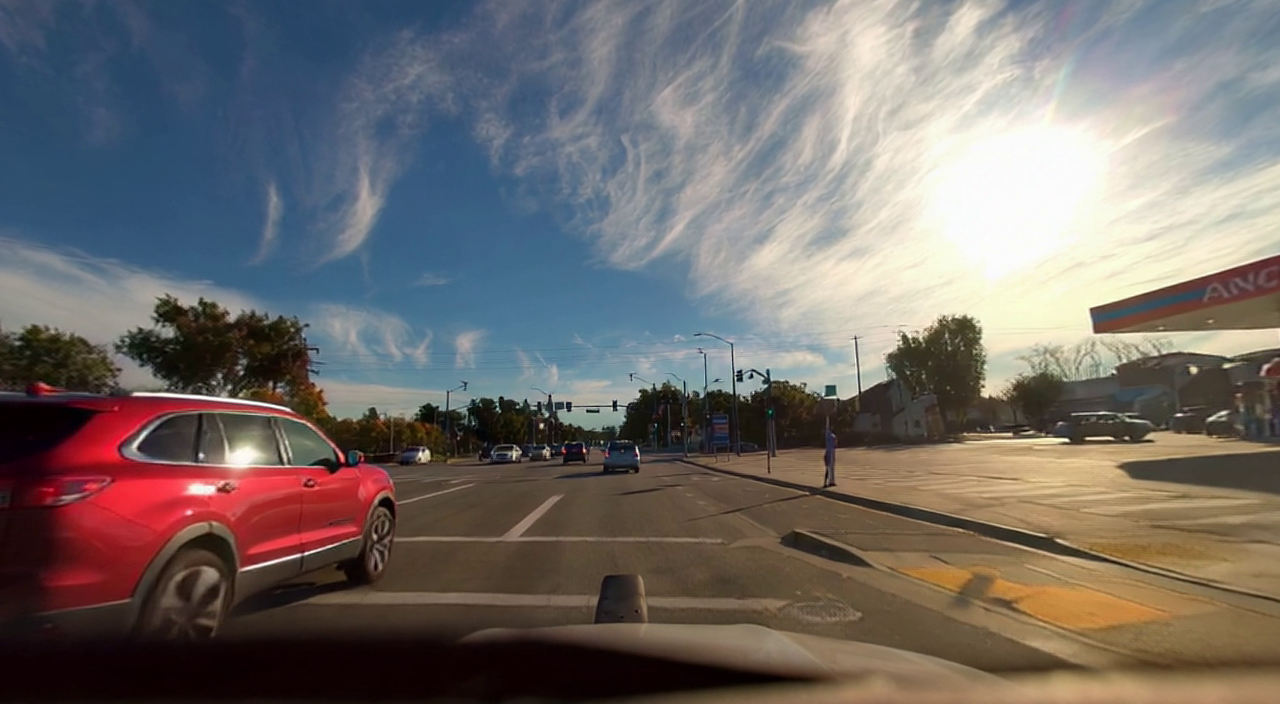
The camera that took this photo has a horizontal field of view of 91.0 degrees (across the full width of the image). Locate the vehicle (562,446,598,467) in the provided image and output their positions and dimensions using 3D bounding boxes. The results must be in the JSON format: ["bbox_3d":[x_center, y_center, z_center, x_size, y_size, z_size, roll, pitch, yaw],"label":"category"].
[{"bbox_3d":[-4.331,7.603,46.119,2.192,1.458,4.594,0,-8,0],"label":"vehicle"}]

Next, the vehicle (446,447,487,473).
[{"bbox_3d":[-12.127,7.540,44.172,1.943,1.643,4.167,-2,-8,-3],"label":"vehicle"}]

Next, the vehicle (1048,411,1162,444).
[{"bbox_3d":[27.568,4.511,37.435,5.102,1.893,2.120,0,-8,-2],"label":"vehicle"}]

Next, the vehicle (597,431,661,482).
[{"bbox_3d":[-0.530,4.586,28.009,2.552,1.999,5.498,0,-8,-2],"label":"vehicle"}]

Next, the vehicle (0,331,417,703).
[{"bbox_3d":[-3.392,1.090,4.062,2.247,1.734,4.919,0,-8,-2],"label":"vehicle"}]
